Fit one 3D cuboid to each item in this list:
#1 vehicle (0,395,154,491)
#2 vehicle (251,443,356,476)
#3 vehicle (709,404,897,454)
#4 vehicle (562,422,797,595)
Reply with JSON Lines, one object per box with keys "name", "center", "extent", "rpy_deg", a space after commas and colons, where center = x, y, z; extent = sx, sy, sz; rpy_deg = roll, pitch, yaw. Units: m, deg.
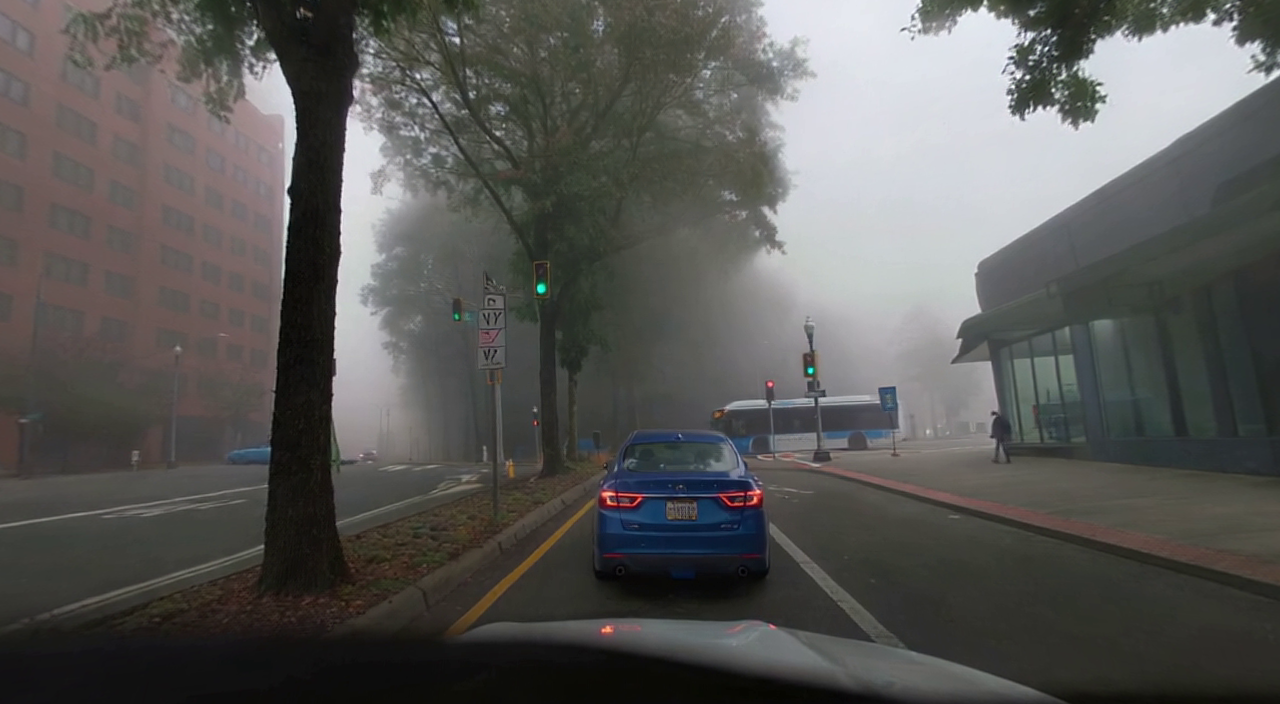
{"name": "vehicle", "center": [-25.954, 3.645, 25.323], "extent": [2.692, 3.685, 10.153], "rpy_deg": [-3, -9, 20]}
{"name": "vehicle", "center": [-18.123, 5.766, 34.199], "extent": [1.892, 1.645, 4.561], "rpy_deg": [-7, -11, 37]}
{"name": "vehicle", "center": [12.483, 6.023, 49.295], "extent": [13.811, 3.706, 2.997], "rpy_deg": [0, -9, 0]}
{"name": "vehicle", "center": [0.375, 1.628, 7.389], "extent": [2.006, 1.470, 3.799], "rpy_deg": [0, -8, 1]}
